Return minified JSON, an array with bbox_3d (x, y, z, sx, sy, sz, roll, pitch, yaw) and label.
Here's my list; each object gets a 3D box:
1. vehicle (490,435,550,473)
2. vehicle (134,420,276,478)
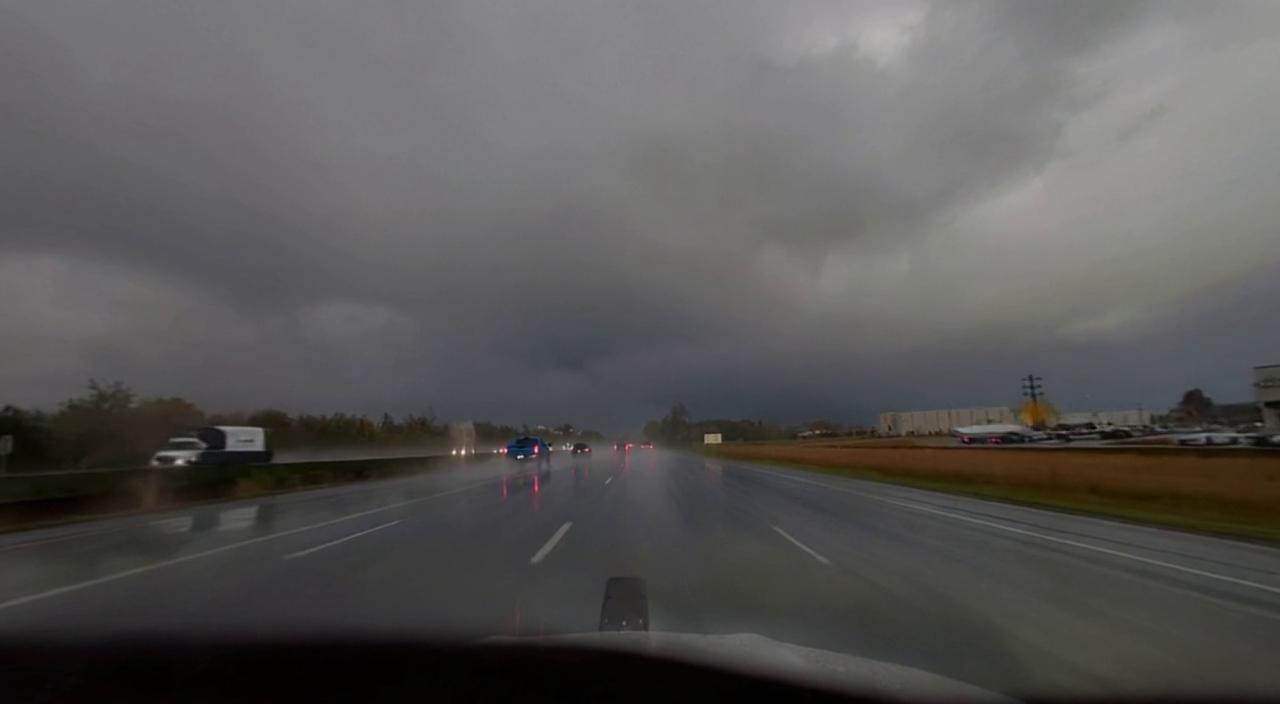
[{"bbox_3d":[-6.529,5.617,35.050,2.156,1.911,5.956,0,-8,0],"label":"vehicle"},{"bbox_3d":[-33.418,7.537,49.335,2.940,3.942,11.262,0,-8,0],"label":"vehicle"}]
